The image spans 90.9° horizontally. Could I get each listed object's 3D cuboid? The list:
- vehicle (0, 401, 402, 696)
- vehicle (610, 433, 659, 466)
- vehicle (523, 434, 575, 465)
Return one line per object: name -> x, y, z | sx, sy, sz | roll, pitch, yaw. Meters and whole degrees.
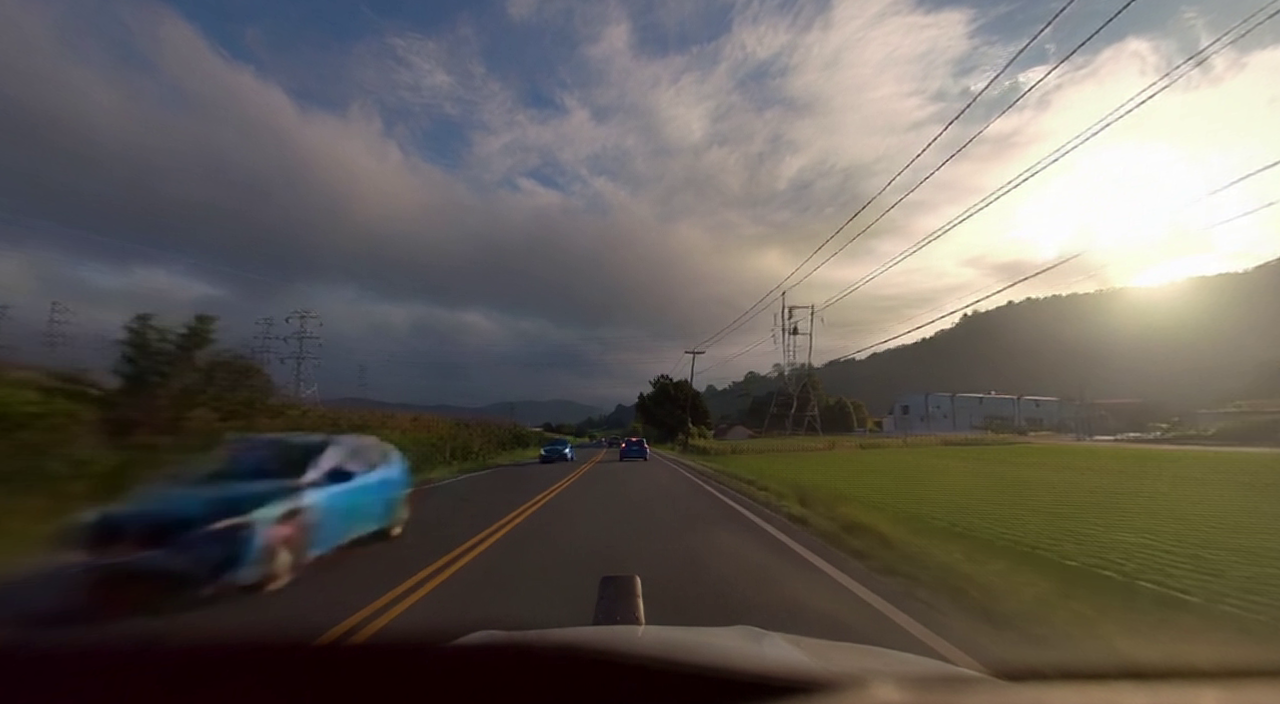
vehicle -> -3.827, 1.279, 5.344 | 2.034, 1.484, 4.183 | 0, -8, -1
vehicle -> -0.271, 4.741, 30.842 | 2.241, 1.471, 3.829 | 0, -8, -1
vehicle -> -4.578, 4.973, 32.334 | 2.091, 1.470, 4.490 | 0, -8, -1
